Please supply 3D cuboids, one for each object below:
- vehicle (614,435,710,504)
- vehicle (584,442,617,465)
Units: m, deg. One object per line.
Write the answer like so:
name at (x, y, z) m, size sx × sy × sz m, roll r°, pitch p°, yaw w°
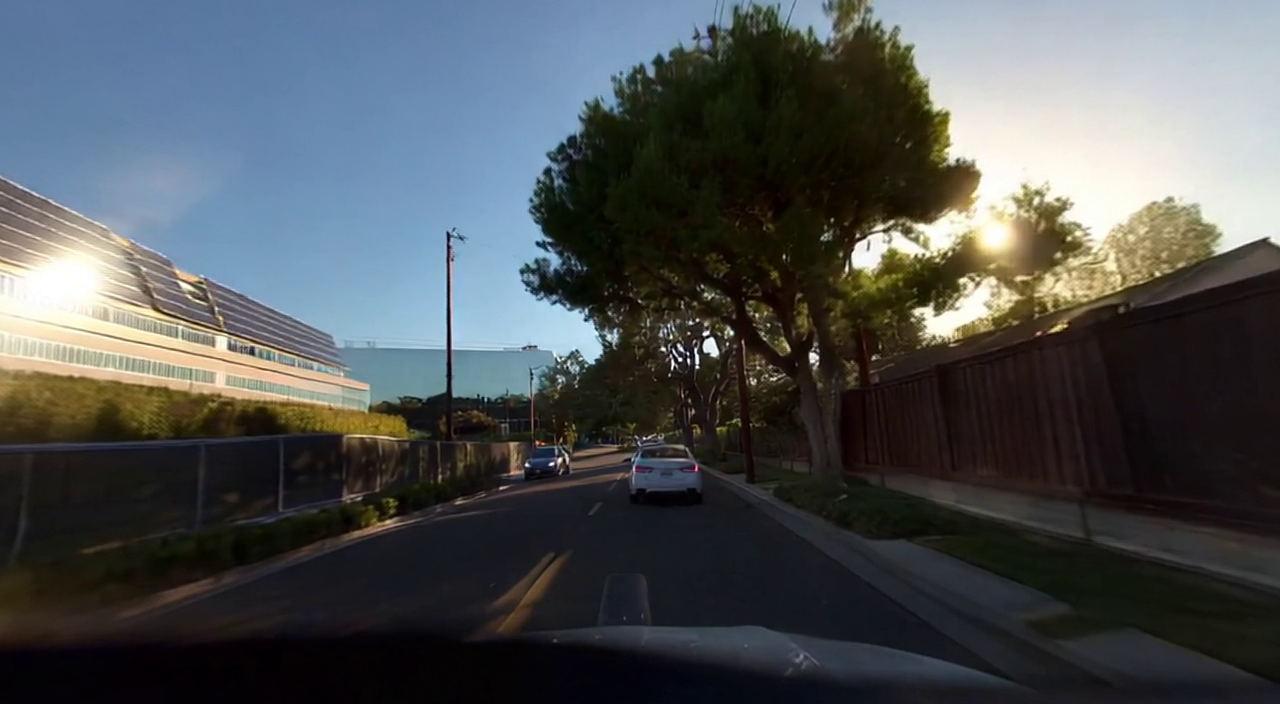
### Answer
vehicle at (0.492, 2.830, 15.667) m, size 2.060 × 1.487 × 3.920 m, roll 0°, pitch -8°, yaw 1°
vehicle at (-2.972, 7.711, 48.169) m, size 2.086 × 1.536 × 4.294 m, roll -5°, pitch -8°, yaw 0°
